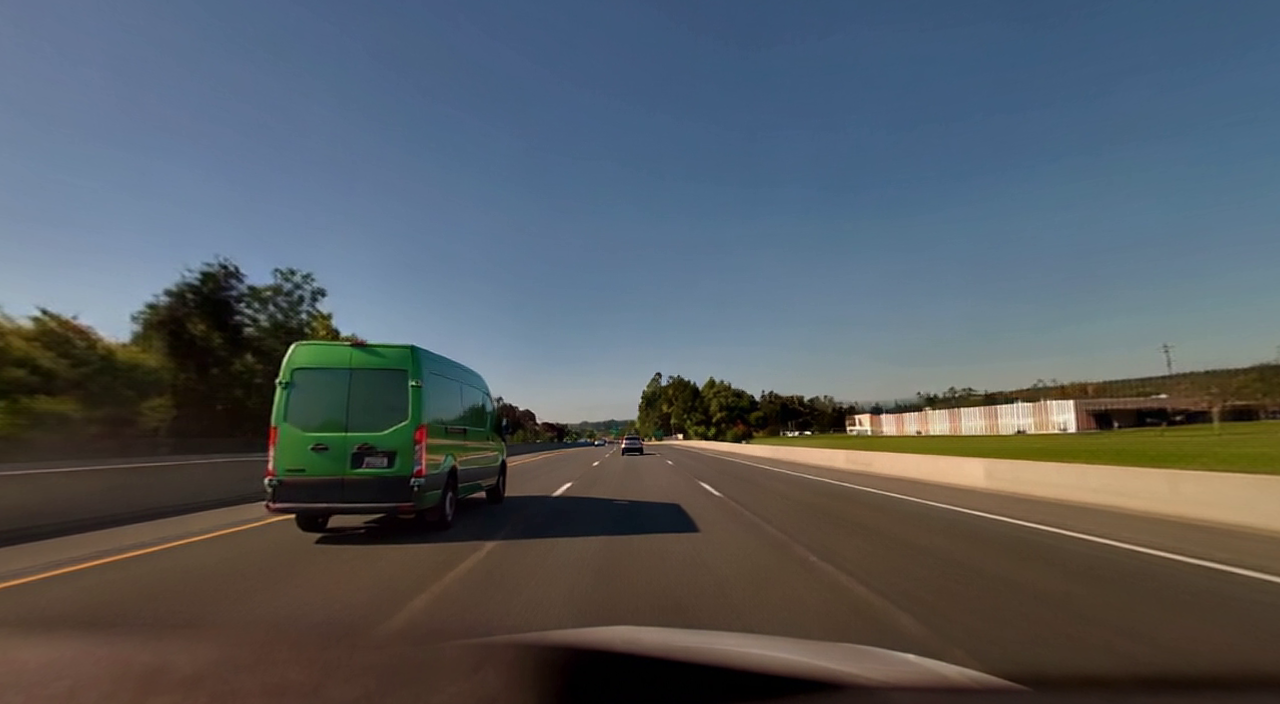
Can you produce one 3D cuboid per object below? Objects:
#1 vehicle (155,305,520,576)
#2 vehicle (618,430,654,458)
[{"bbox_3d":[-3.408,1.204,8.966,2.424,2.577,5.828,0,-8,-2],"label":"vehicle"},{"bbox_3d":[-0.272,5.779,39.631,2.104,1.646,4.176,0,-8,-1],"label":"vehicle"}]
